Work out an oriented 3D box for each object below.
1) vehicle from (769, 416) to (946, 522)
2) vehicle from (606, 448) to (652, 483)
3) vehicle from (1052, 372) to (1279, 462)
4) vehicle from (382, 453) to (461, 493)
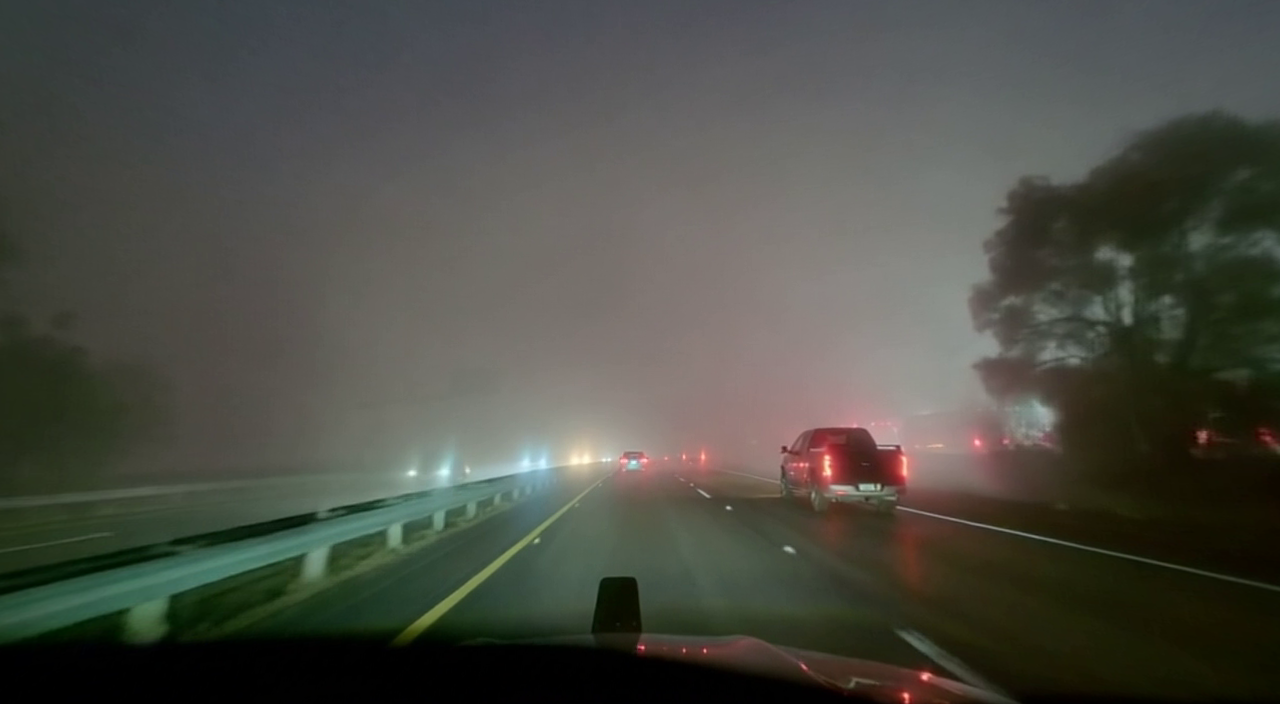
[{"bbox_3d":[4.590,2.574,14.236,2.261,1.952,4.784,0,-9,0],"label":"vehicle"},{"bbox_3d":[-0.467,5.309,29.602,2.029,1.483,3.769,0,-9,1],"label":"vehicle"},{"bbox_3d":[28.664,3.959,34.805,2.909,3.998,13.523,-1,-9,3],"label":"vehicle"},{"bbox_3d":[-9.489,5.248,27.549,1.877,1.597,4.092,-1,-9,2],"label":"vehicle"}]
